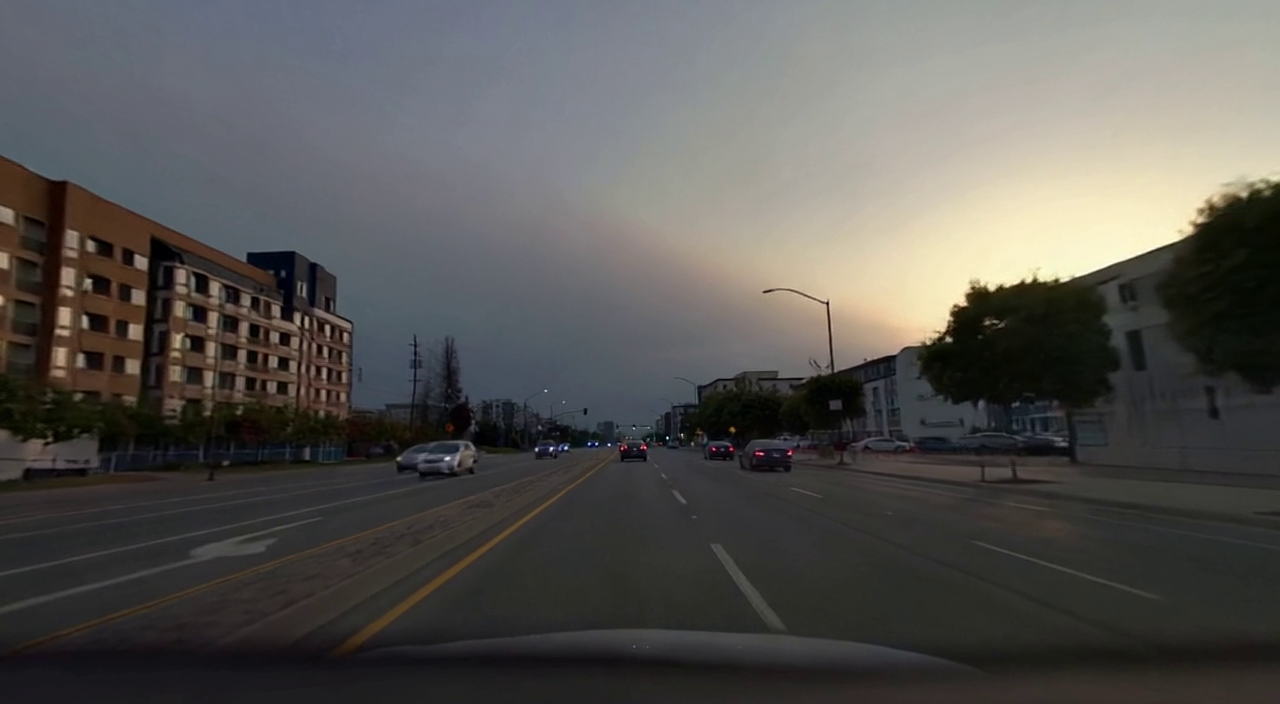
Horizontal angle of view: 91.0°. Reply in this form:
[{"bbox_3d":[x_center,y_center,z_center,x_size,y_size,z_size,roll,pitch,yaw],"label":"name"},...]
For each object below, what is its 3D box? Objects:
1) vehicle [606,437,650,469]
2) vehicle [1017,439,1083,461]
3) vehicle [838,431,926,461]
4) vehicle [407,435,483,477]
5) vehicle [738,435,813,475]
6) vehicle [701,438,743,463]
[{"bbox_3d":[-0.584,5.164,32.327,2.106,1.553,3.964,0,-8,-1],"label":"vehicle"},{"bbox_3d":[29.314,7.012,45.168,1.781,1.507,4.628,0,-8,2],"label":"vehicle"},{"bbox_3d":[17.387,6.792,45.400,5.388,2.082,2.328,1,-9,-5],"label":"vehicle"},{"bbox_3d":[-8.715,4.688,28.583,2.013,1.737,4.510,0,-8,0],"label":"vehicle"},{"bbox_3d":[5.804,4.486,27.634,2.121,1.557,4.898,0,-8,-2],"label":"vehicle"},{"bbox_3d":[5.473,6.602,42.355,2.154,1.554,4.149,0,-8,-2],"label":"vehicle"}]
